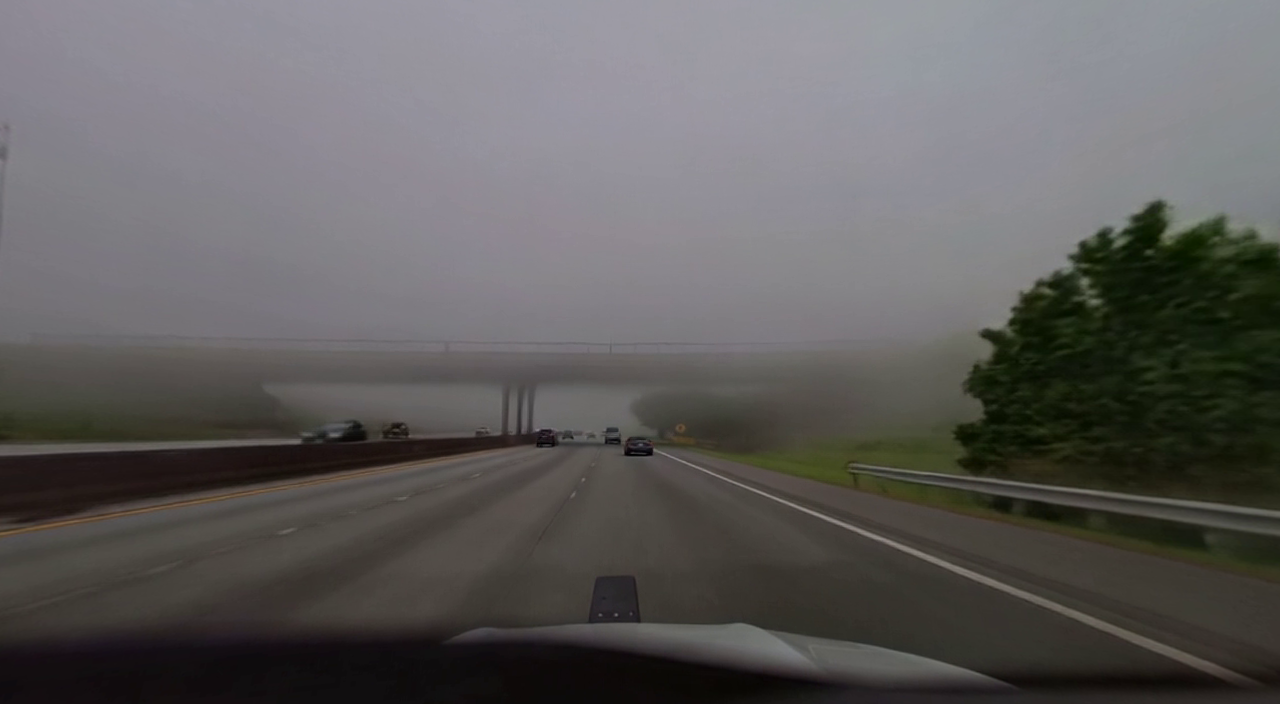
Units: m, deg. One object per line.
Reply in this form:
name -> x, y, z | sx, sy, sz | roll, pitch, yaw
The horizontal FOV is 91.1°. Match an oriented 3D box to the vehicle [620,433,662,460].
vehicle -> -0.011, 5.025, 33.488 | 1.999, 1.329, 3.913 | 1, -8, -3
